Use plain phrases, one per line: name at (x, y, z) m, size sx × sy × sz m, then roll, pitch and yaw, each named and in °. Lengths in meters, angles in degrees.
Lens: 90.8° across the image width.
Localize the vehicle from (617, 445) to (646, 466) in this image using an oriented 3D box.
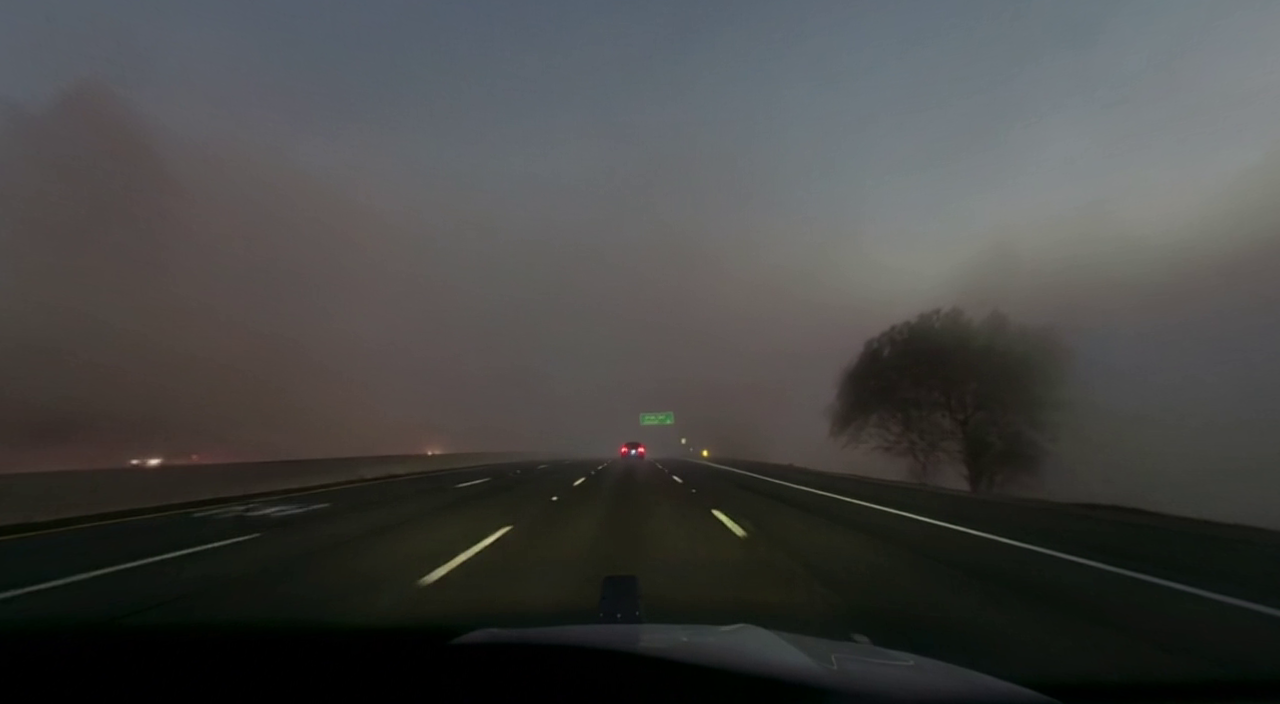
vehicle at (-0.642, 7.775, 47.512) m, size 2.080 × 1.468 × 3.884 m, roll 0°, pitch -8°, yaw -1°
